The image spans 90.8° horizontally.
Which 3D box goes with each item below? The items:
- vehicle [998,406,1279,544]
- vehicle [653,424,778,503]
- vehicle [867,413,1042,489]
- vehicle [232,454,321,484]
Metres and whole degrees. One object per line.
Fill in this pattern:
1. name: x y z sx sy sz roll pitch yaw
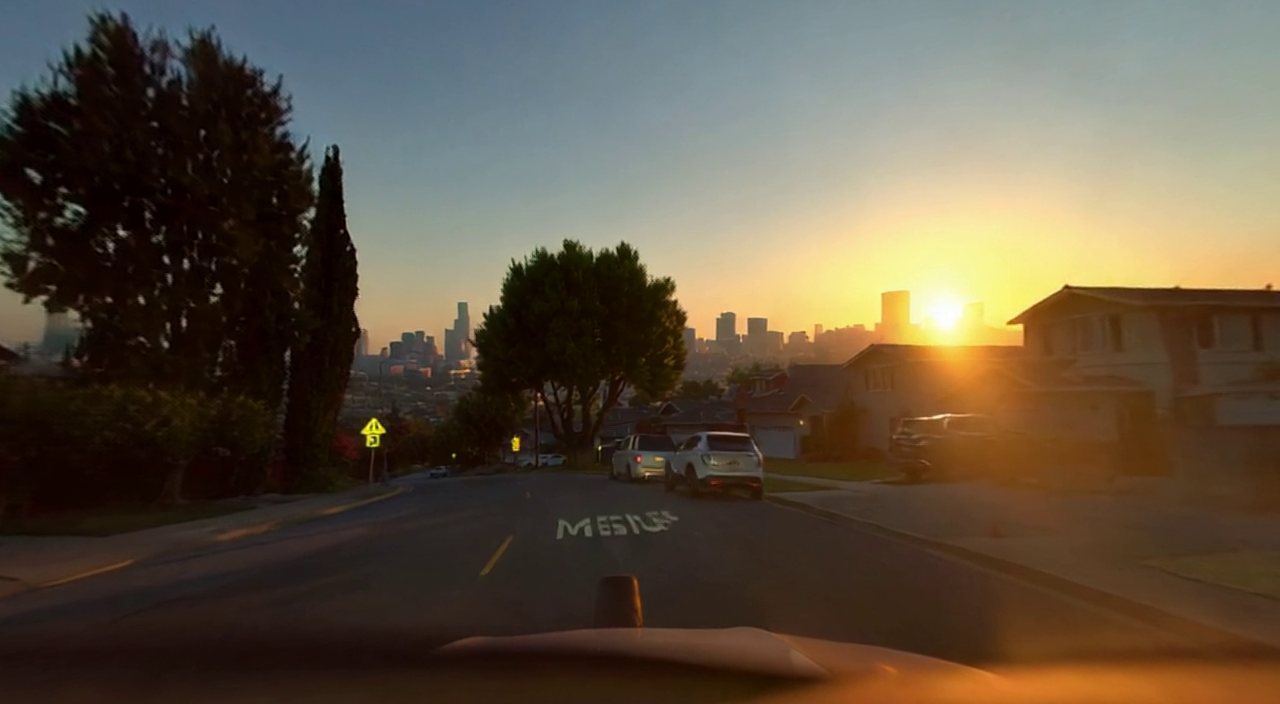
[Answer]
1. vehicle: 7.927 1.787 9.794 4.512 1.670 2.031 4 -10 -31
2. vehicle: 1.694 2.758 16.030 1.965 1.663 4.744 1 -9 -8
3. vehicle: 8.500 2.626 17.013 4.469 1.780 1.970 4 -10 -31
4. vehicle: -22.260 7.178 38.864 4.464 1.681 1.906 3 -9 -21
